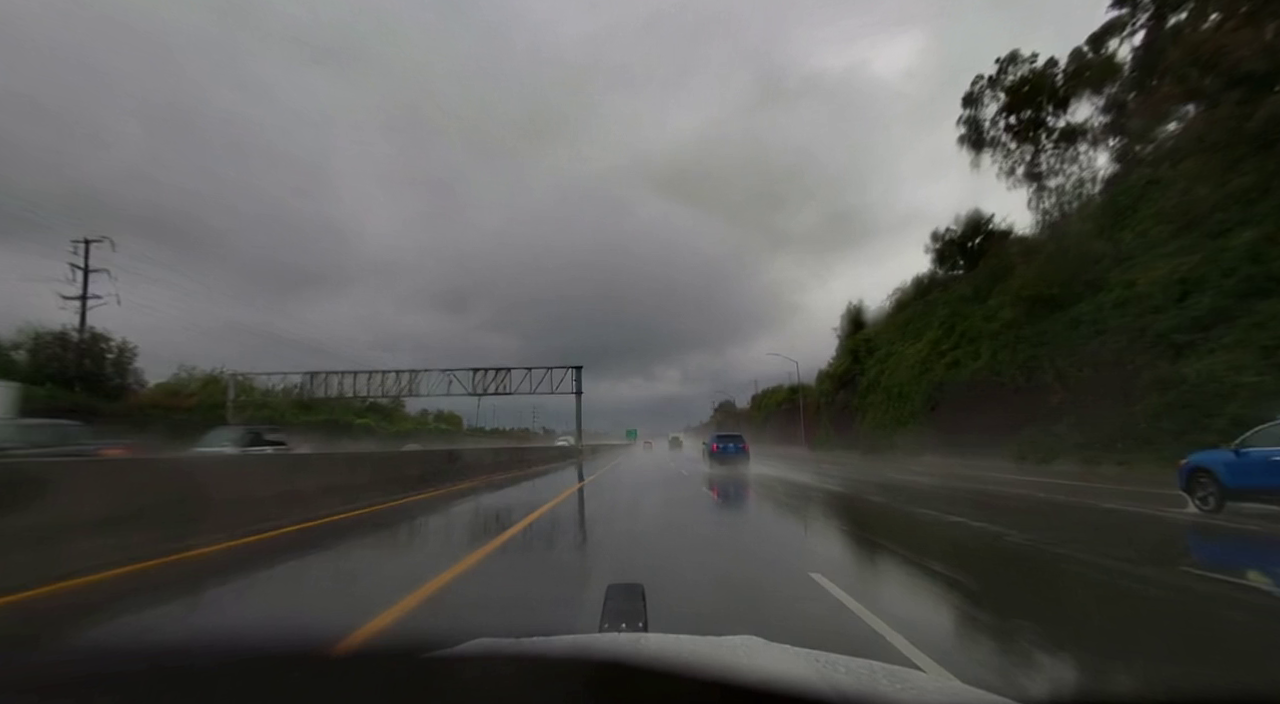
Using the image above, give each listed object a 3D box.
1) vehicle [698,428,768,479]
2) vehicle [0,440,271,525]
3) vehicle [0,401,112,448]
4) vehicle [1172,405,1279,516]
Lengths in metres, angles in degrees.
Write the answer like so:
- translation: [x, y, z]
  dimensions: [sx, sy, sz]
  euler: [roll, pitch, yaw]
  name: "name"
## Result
- translation: [3.655, 4.068, 25.550]
  dimensions: [2.120, 1.832, 4.287]
  euler: [-1, -8, -1]
  name: "vehicle"
- translation: [-19.456, 4.409, 22.908]
  dimensions: [2.936, 2.335, 15.693]
  euler: [-1, -8, -1]
  name: "vehicle"
- translation: [-19.477, 2.317, 19.671]
  dimensions: [1.964, 1.330, 4.740]
  euler: [-1, -8, -1]
  name: "vehicle"
- translation: [10.865, 1.589, 9.242]
  dimensions: [2.056, 1.689, 4.625]
  euler: [-1, -8, 0]
  name: "vehicle"
